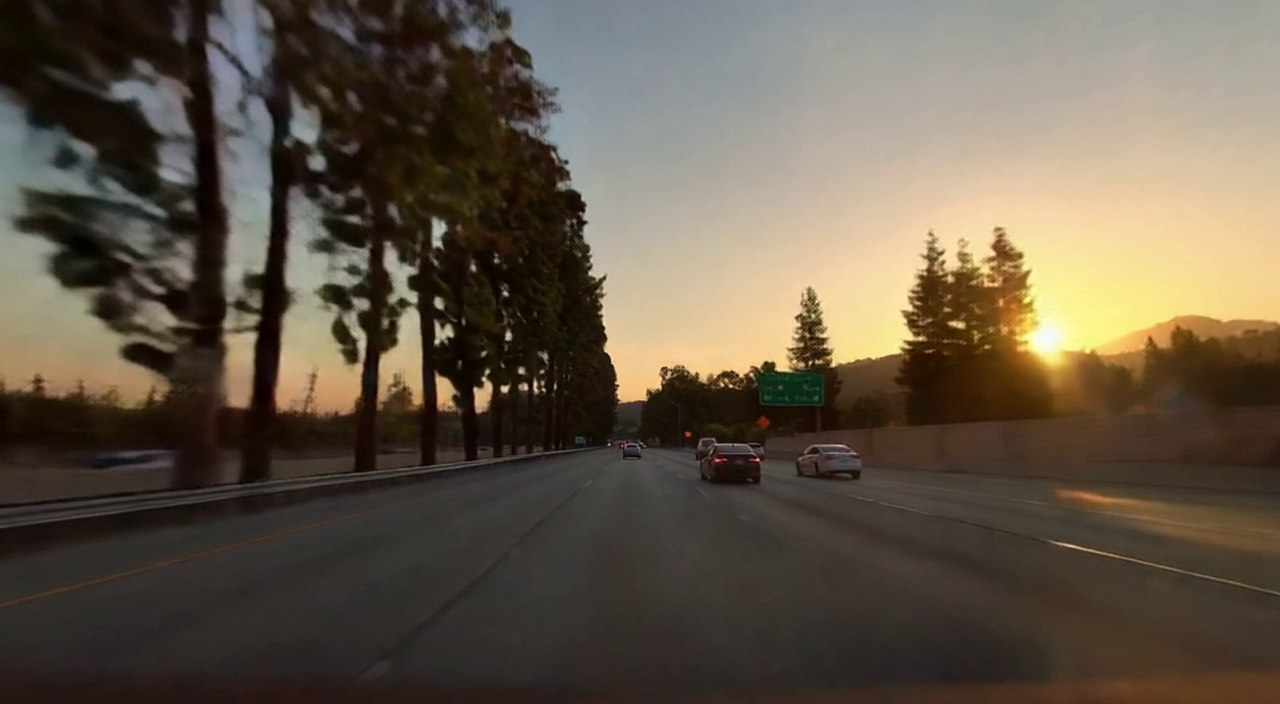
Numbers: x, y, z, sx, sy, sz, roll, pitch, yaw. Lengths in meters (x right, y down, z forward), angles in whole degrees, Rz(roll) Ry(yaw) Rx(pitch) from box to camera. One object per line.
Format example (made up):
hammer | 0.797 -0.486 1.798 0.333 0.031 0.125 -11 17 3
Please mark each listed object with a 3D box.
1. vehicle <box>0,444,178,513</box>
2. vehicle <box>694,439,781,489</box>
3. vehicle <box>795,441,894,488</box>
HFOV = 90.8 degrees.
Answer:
vehicle | -16.075 3.495 18.156 1.923 1.600 4.960 1 -8 -1
vehicle | 3.149 3.736 21.465 2.076 1.472 4.562 0 -8 -2
vehicle | 7.158 3.960 22.657 1.946 1.497 4.467 0 -8 -1
